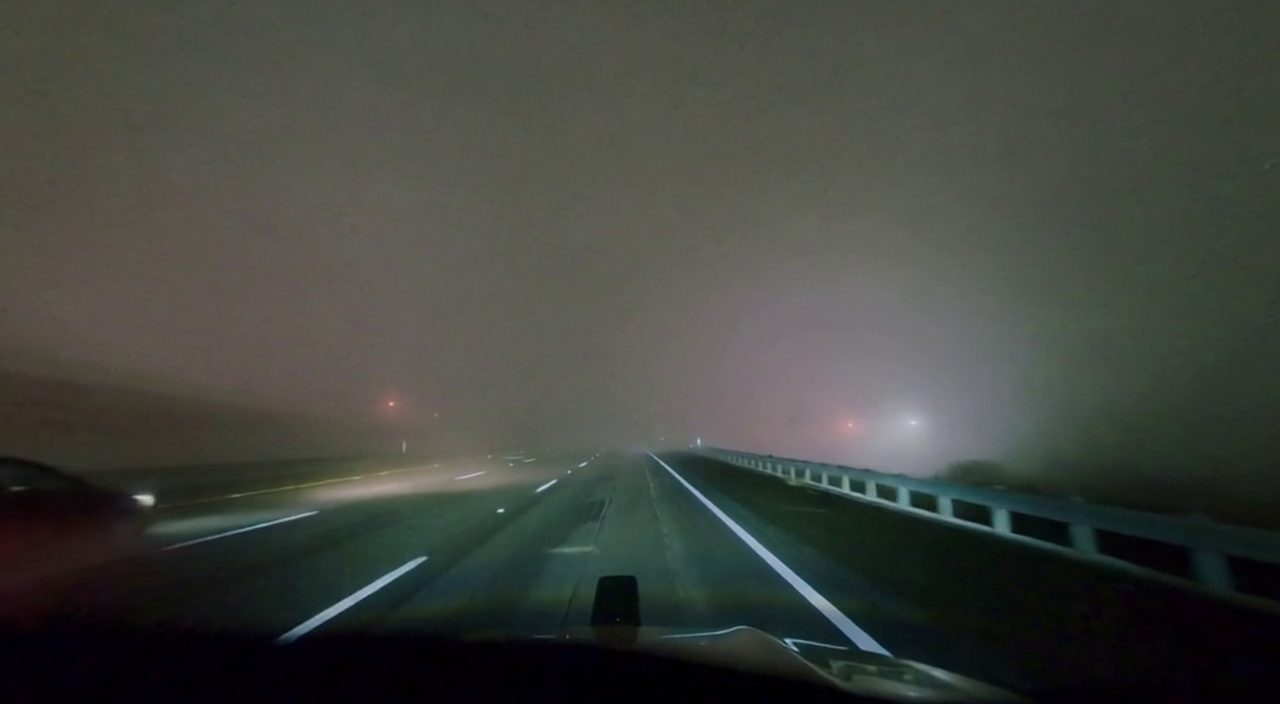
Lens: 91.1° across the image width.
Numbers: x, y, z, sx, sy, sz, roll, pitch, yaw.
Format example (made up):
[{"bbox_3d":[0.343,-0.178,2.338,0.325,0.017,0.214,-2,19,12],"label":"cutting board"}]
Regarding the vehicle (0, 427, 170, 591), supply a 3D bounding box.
[{"bbox_3d":[-6.815,1.407,5.556,1.989,1.473,4.345,0,-8,-1],"label":"vehicle"}]
